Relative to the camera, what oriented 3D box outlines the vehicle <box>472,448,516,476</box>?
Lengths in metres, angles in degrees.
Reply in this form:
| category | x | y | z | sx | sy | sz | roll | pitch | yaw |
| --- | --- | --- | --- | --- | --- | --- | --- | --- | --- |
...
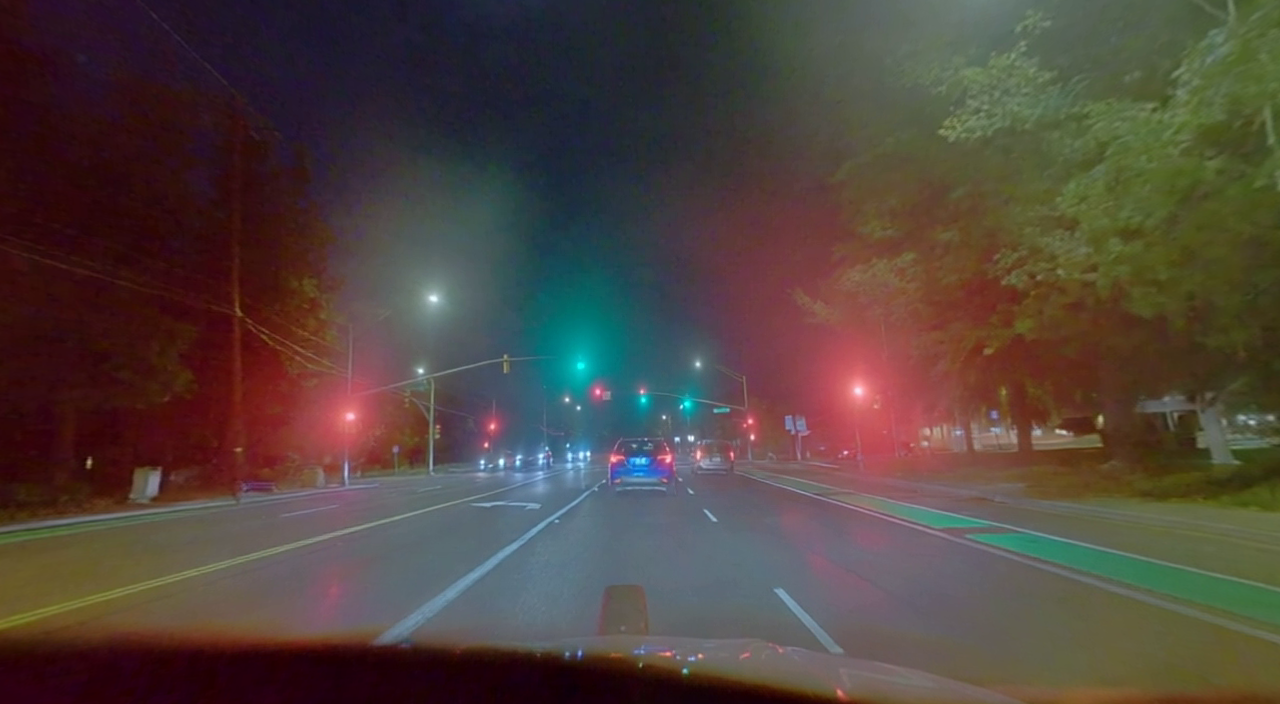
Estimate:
| category | x | y | z | sx | sy | sz | roll | pitch | yaw |
| --- | --- | --- | --- | --- | --- | --- | --- | --- | --- |
| vehicle | -10.369 | 7.810 | 45.028 | 1.974 | 1.794 | 4.580 | 0 | -9 | 1 |

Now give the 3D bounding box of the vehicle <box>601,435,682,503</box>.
| category | x | y | z | sx | sy | sz | roll | pitch | yaw |
| --- | --- | --- | --- | --- | --- | --- | --- | --- | --- |
| vehicle | 0.044 | 3.360 | 18.504 | 2.109 | 1.730 | 3.963 | 0 | -9 | 0 |

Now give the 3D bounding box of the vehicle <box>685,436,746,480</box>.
| category | x | y | z | sx | sy | sz | roll | pitch | yaw |
| --- | --- | --- | --- | --- | --- | --- | --- | --- | --- |
| vehicle | 3.315 | 4.798 | 28.708 | 2.189 | 1.815 | 4.495 | 0 | -8 | 0 |

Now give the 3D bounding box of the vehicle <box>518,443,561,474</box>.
| category | x | y | z | sx | sy | sz | roll | pitch | yaw |
| --- | --- | --- | --- | --- | --- | --- | --- | --- | --- |
| vehicle | -6.433 | 6.826 | 40.735 | 1.949 | 1.891 | 4.439 | 0 | -9 | 1 |
